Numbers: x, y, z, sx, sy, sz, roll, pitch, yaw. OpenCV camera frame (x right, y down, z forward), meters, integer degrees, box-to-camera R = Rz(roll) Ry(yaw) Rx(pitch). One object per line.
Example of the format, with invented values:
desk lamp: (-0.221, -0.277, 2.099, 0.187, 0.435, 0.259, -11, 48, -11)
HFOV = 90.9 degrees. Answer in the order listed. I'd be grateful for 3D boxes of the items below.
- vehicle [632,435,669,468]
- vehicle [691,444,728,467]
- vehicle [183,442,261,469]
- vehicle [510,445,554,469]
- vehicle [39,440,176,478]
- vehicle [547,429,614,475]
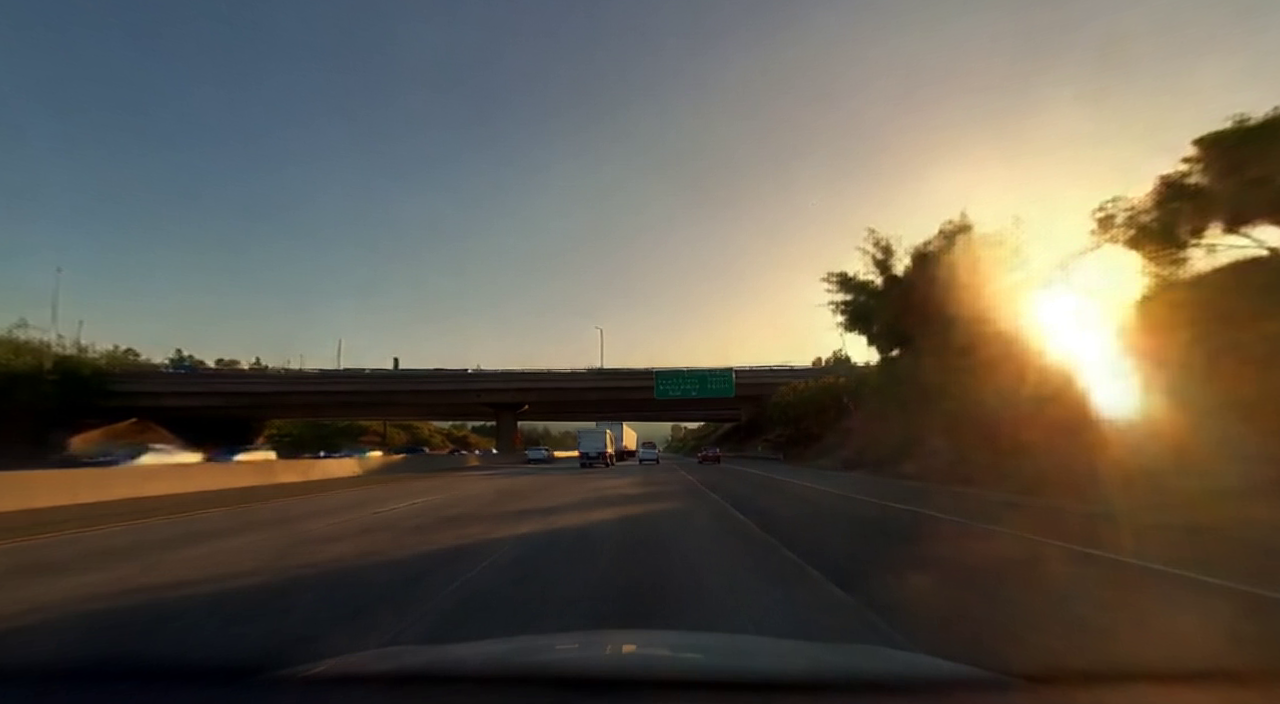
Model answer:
vehicle: (0.694, 6.717, 42.764, 2.309, 2.023, 5.130, 0, -8, 0)
vehicle: (4.780, 7.156, 43.854, 1.993, 1.474, 4.230, 0, -8, -1)
vehicle: (-28.638, 7.100, 43.429, 1.945, 1.742, 4.887, 0, -8, 0)
vehicle: (-7.035, 6.871, 41.567, 1.965, 1.437, 4.592, -1, -8, 2)
vehicle: (-25.030, 5.028, 29.947, 2.003, 1.641, 5.102, 0, -8, 1)
vehicle: (-3.429, 6.439, 41.208, 2.854, 2.379, 16.653, 0, -8, 0)
